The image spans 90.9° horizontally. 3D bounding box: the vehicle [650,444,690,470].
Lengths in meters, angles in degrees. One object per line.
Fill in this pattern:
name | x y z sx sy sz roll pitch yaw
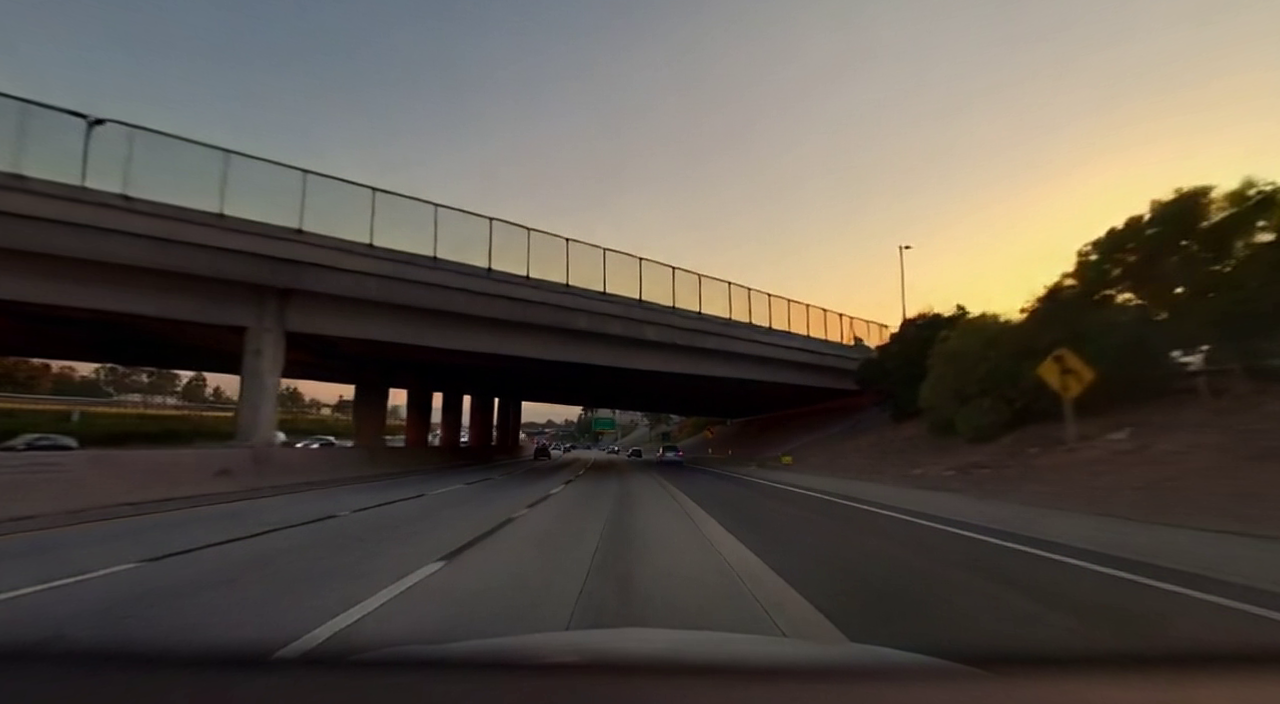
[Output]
vehicle | 1.839 6.641 40.223 2.059 1.509 4.670 0 -8 -3
